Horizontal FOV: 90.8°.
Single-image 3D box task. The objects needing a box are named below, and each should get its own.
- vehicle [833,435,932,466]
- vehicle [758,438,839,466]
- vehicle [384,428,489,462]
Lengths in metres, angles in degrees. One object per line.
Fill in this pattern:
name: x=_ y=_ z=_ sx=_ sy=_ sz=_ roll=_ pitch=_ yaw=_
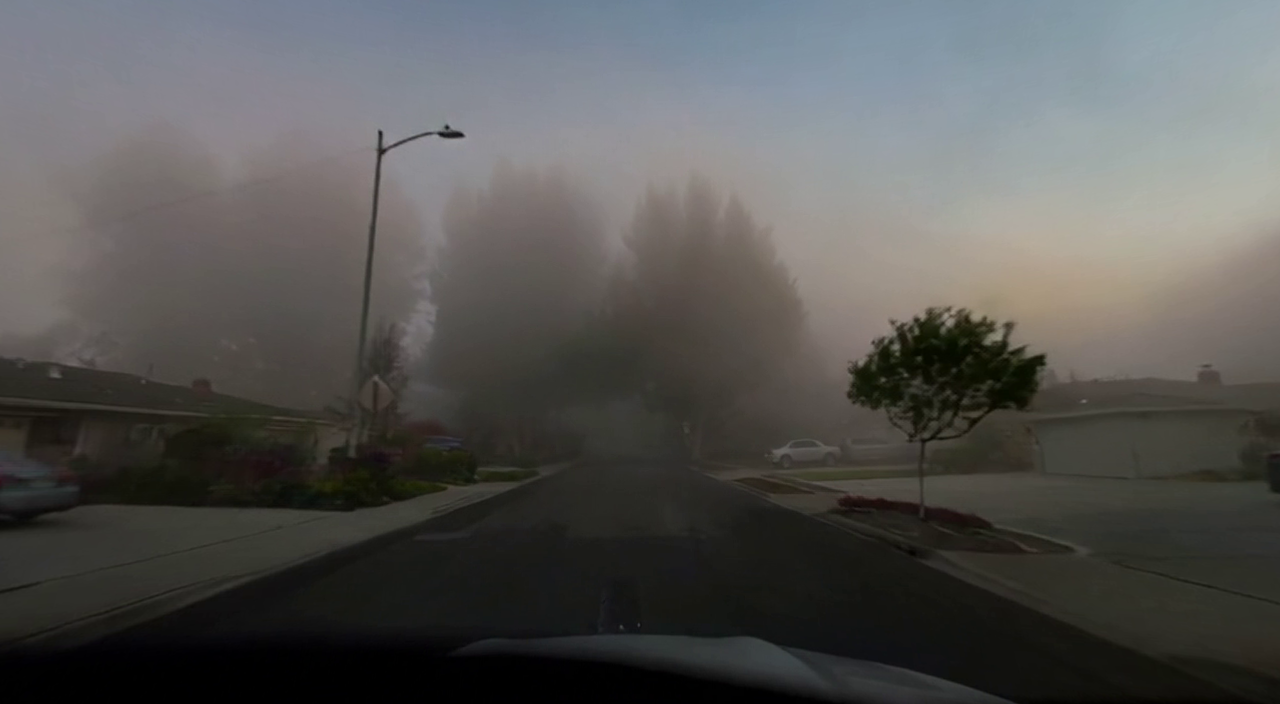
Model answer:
vehicle: x=15.451 y=6.283 z=40.463 sx=5.395 sy=1.917 sz=2.153 roll=0 pitch=-9 yaw=-1
vehicle: x=9.965 y=6.359 z=40.076 sx=4.582 sy=1.719 sz=1.947 roll=0 pitch=-8 yaw=0
vehicle: x=-12.347 y=5.722 z=38.668 sx=5.618 sy=1.997 sz=2.201 roll=0 pitch=-9 yaw=-1
